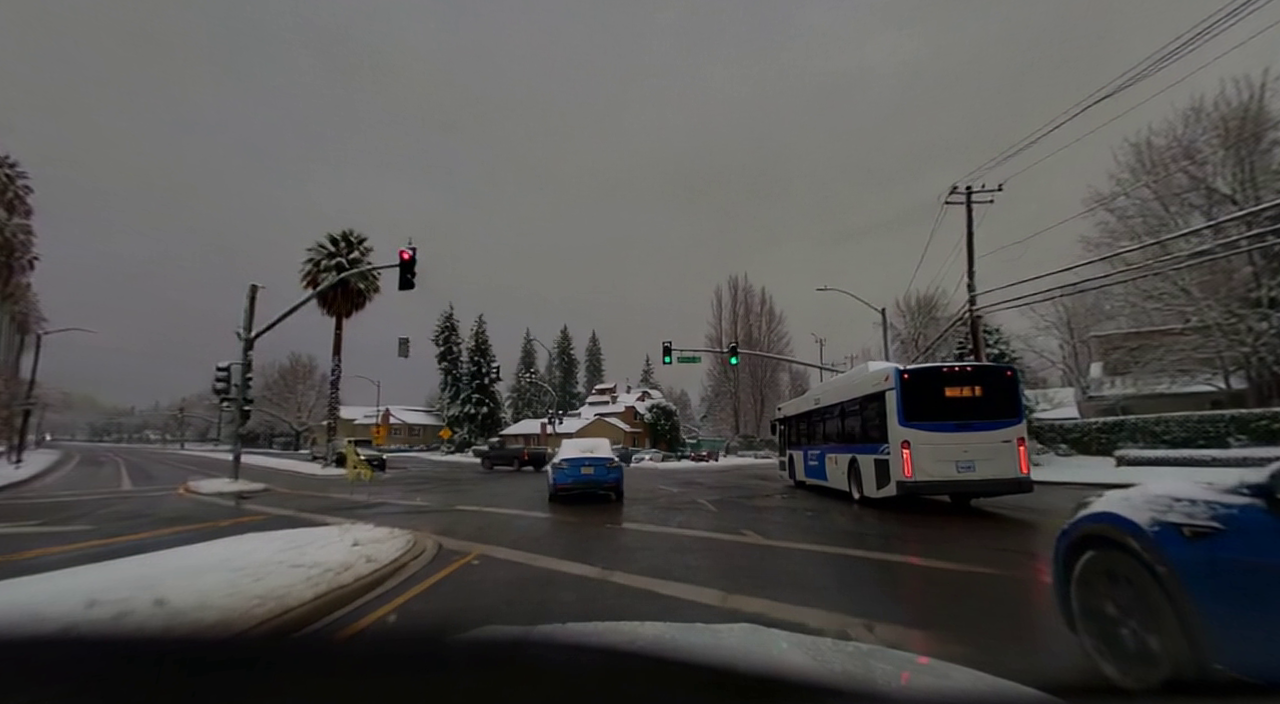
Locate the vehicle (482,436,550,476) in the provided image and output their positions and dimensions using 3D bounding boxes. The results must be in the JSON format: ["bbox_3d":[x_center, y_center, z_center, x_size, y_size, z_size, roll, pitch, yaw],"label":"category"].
[{"bbox_3d":[-6.487,5.338,32.576,2.272,1.891,4.562,4,-9,-26],"label":"vehicle"}]

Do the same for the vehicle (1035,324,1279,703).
[{"bbox_3d":[3.685,0.624,1.398,2.205,1.803,5.135,0,-9,-1],"label":"vehicle"}]

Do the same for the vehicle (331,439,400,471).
[{"bbox_3d":[-17.450,6.477,39.984,2.283,1.878,5.384,7,-11,-42],"label":"vehicle"}]

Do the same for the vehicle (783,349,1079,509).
[{"bbox_3d":[8.012,2.732,21.055,3.483,3.546,13.998,0,-9,1],"label":"vehicle"}]

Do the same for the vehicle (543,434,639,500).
[{"bbox_3d":[-1.605,3.377,18.976,2.341,1.709,4.466,1,-9,-11],"label":"vehicle"}]
